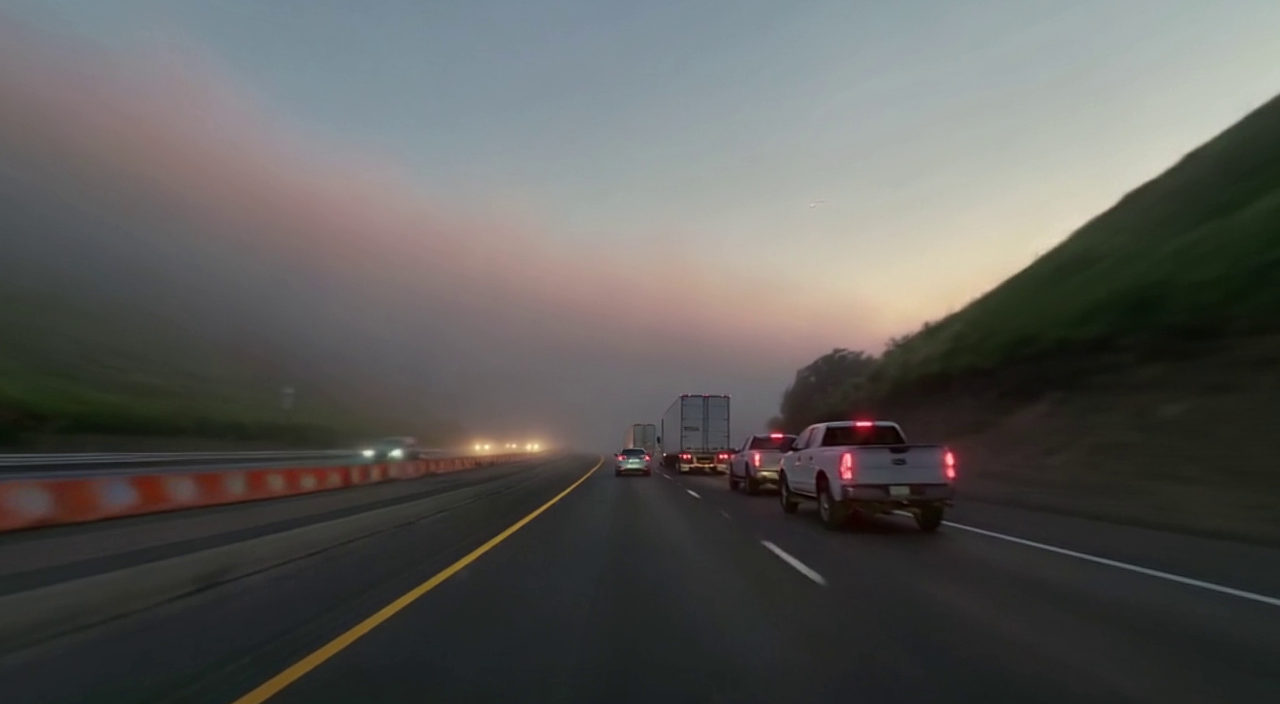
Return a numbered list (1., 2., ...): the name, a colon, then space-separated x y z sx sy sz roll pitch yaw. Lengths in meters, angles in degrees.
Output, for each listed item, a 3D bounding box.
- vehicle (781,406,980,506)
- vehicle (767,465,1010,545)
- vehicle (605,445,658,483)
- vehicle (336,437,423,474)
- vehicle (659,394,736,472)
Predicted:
1. vehicle: 4.031 1.867 11.479 1.873 1.465 4.264 0 -9 -1
2. vehicle: 3.974 2.588 11.402 2.129 0.956 5.390 0 -9 -1
3. vehicle: -0.361 4.544 25.896 2.029 1.437 3.794 0 -9 -1
4. vehicle: -11.590 4.642 28.434 2.021 1.499 4.455 0 -9 -1
5. vehicle: 3.235 5.381 40.528 2.911 4.099 14.578 0 -9 -3
